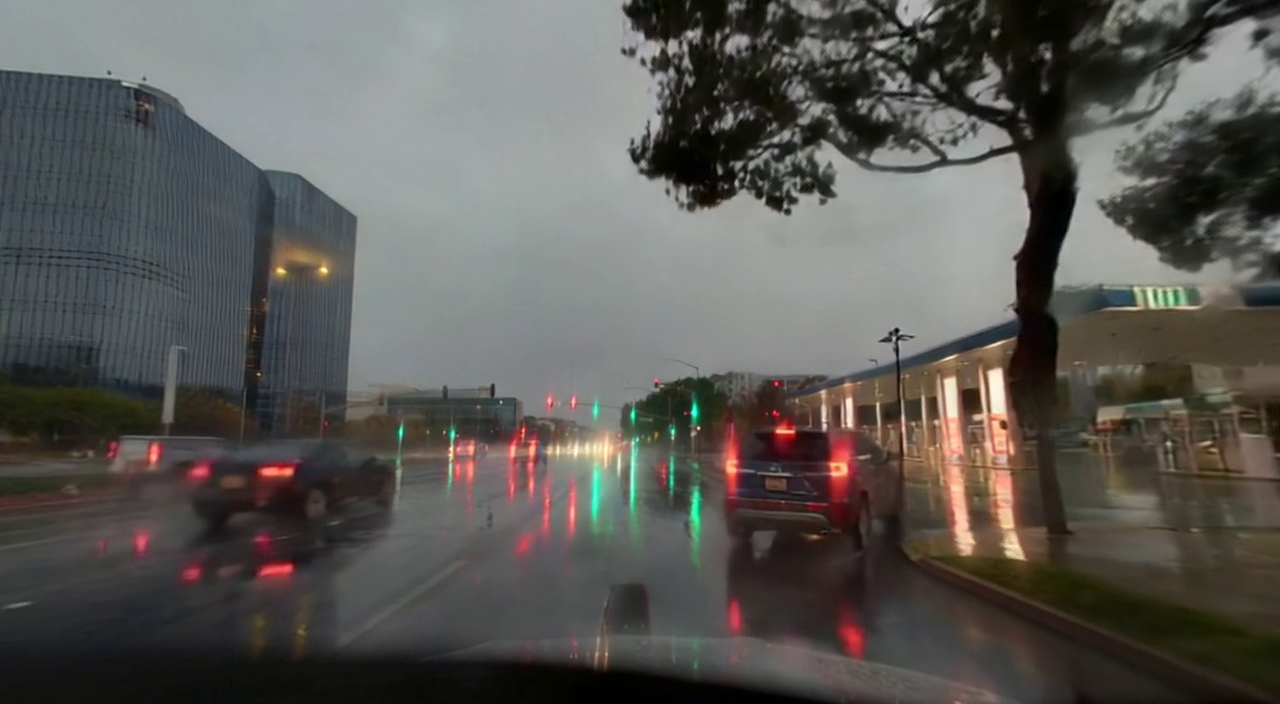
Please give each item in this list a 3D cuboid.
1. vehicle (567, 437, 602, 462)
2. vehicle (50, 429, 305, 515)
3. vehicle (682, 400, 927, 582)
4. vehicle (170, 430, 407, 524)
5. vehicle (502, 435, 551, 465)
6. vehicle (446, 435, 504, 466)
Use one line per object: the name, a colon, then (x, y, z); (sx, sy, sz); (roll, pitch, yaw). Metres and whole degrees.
vehicle: (-3.947, 7.022, 45.628); (2.081, 1.698, 4.362); (0, -8, 1)
vehicle: (-9.648, 2.520, 13.817); (1.965, 1.541, 4.718); (0, -8, 1)
vehicle: (2.536, 1.716, 8.697); (2.169, 1.751, 4.613); (-5, -10, 28)
vehicle: (-6.378, 2.300, 12.185); (1.900, 1.473, 4.425); (0, -8, 2)
vehicle: (-6.638, 5.805, 37.310); (2.018, 1.658, 4.391); (0, -8, 0)
vehicle: (-9.609, 5.779, 37.036); (2.068, 1.659, 4.509); (0, -8, 1)
